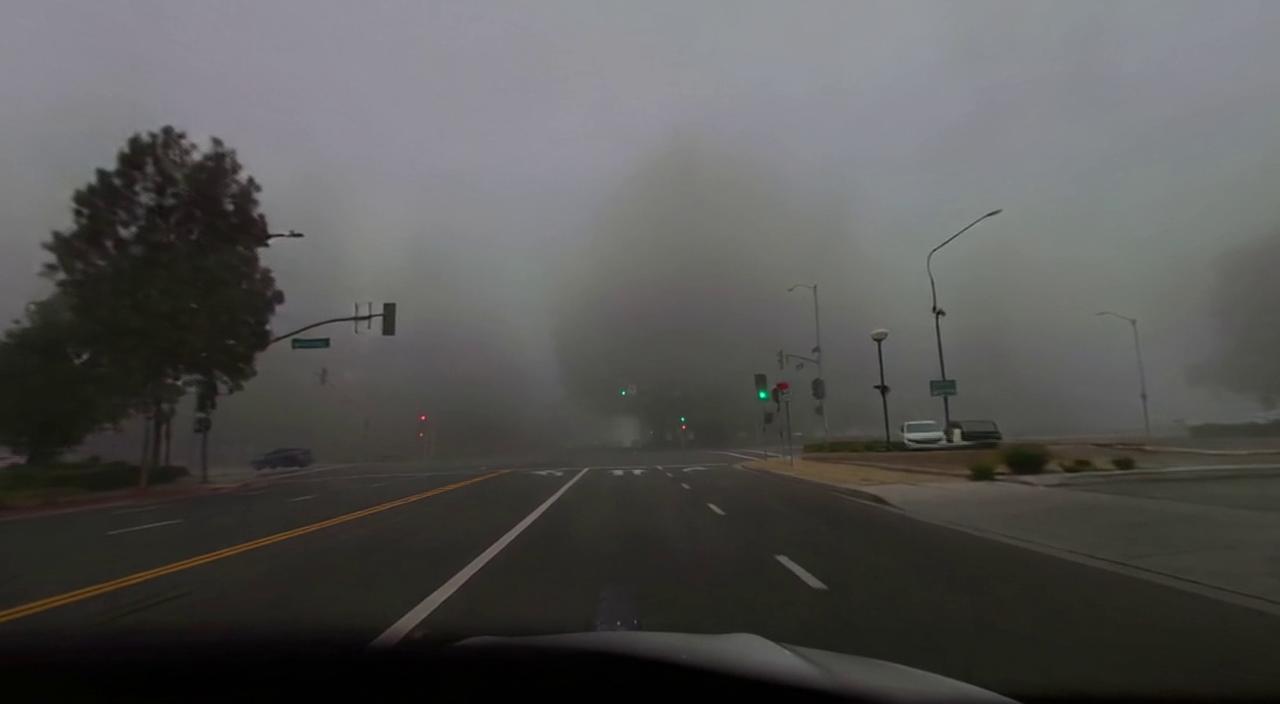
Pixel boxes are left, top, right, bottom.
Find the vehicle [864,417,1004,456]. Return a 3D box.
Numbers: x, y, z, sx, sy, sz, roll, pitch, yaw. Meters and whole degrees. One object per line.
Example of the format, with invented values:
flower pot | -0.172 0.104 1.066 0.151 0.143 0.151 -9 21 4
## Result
vehicle | 11.840 3.428 25.731 4.670 1.476 2.042 0 -8 0
